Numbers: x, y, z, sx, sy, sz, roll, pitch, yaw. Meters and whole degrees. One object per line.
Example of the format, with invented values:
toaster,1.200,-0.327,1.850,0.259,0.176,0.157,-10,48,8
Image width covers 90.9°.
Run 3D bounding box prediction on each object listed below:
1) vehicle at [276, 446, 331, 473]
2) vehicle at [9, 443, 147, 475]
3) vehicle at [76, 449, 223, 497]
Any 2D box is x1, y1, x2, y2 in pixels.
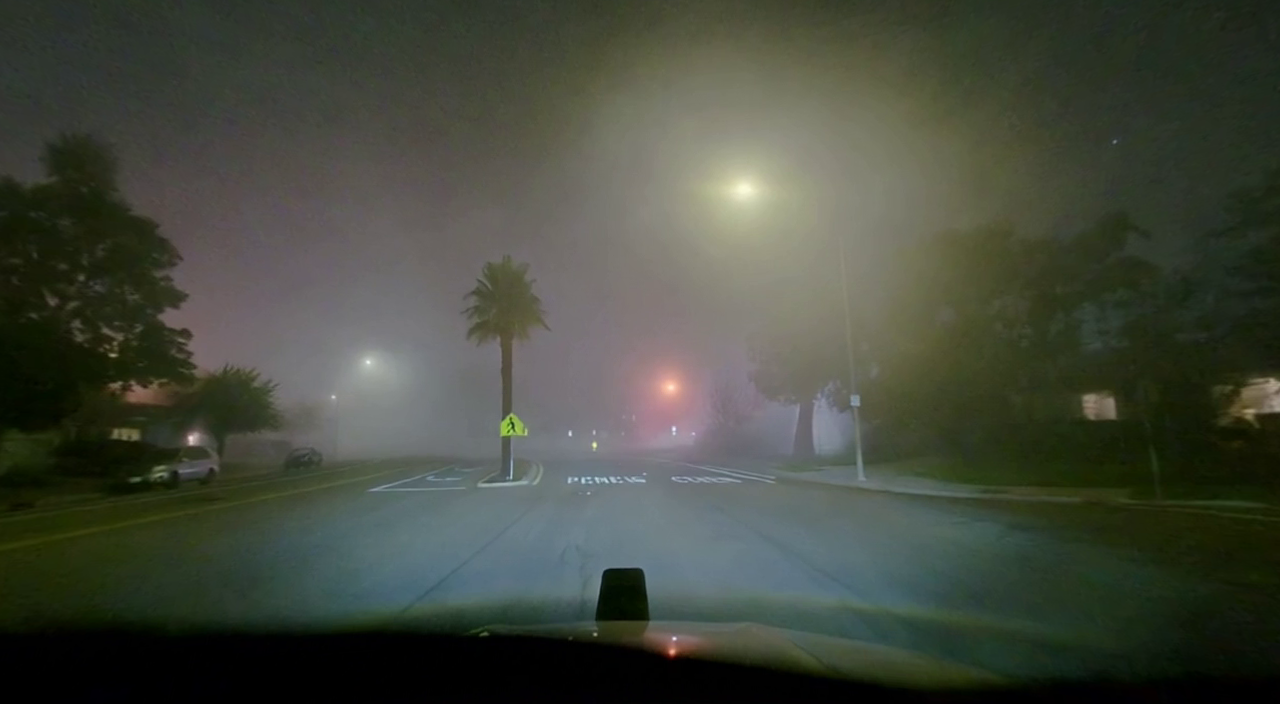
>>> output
vehicle,-20.580,6.543,38.720,1.941,1.470,4.384,0,-8,-14
vehicle,-27.342,5.195,30.777,4.674,1.506,2.028,0,-8,-2
vehicle,-17.626,4.326,23.030,1.997,1.514,4.632,1,-8,-6
